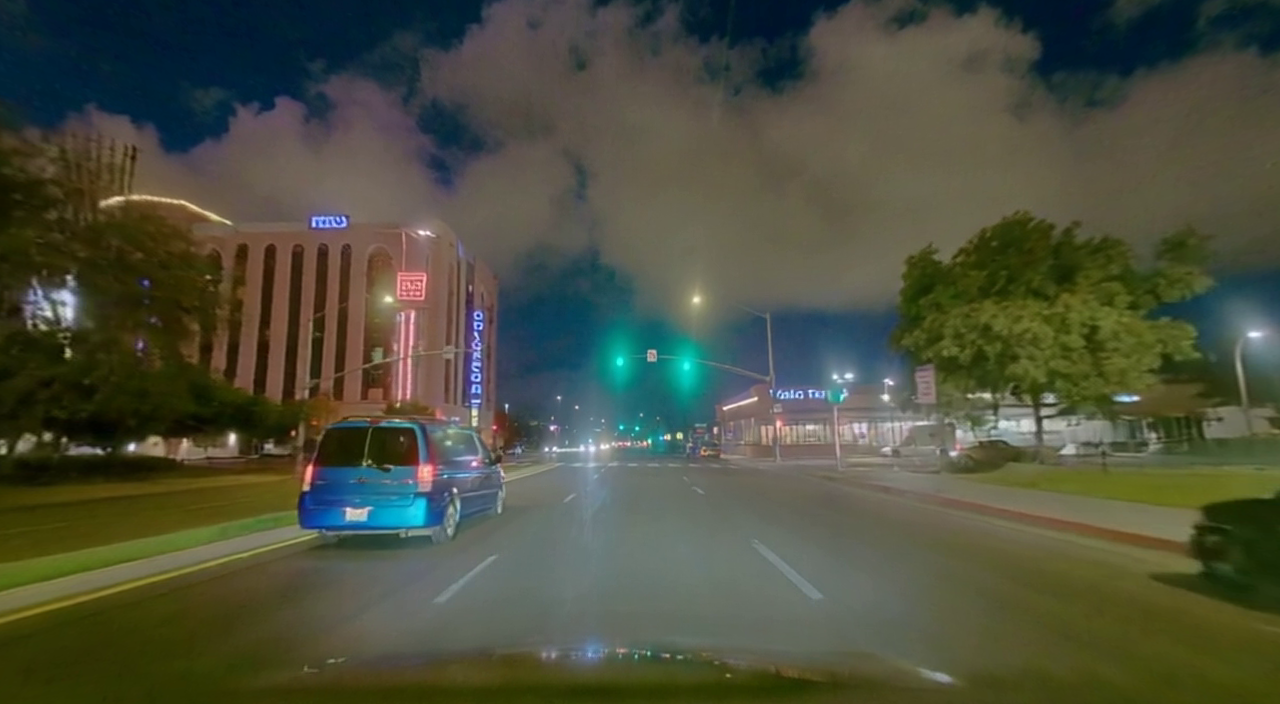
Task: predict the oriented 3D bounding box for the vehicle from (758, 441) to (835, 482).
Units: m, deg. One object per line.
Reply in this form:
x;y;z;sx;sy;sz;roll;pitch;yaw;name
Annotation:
6.423;4.521;26.422;1.967;1.534;4.683;0;-8;-1;vehicle

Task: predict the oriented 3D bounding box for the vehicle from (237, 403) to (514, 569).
-3.158;1.685;8.551;2.080;1.722;3.766;0;-8;1;vehicle
